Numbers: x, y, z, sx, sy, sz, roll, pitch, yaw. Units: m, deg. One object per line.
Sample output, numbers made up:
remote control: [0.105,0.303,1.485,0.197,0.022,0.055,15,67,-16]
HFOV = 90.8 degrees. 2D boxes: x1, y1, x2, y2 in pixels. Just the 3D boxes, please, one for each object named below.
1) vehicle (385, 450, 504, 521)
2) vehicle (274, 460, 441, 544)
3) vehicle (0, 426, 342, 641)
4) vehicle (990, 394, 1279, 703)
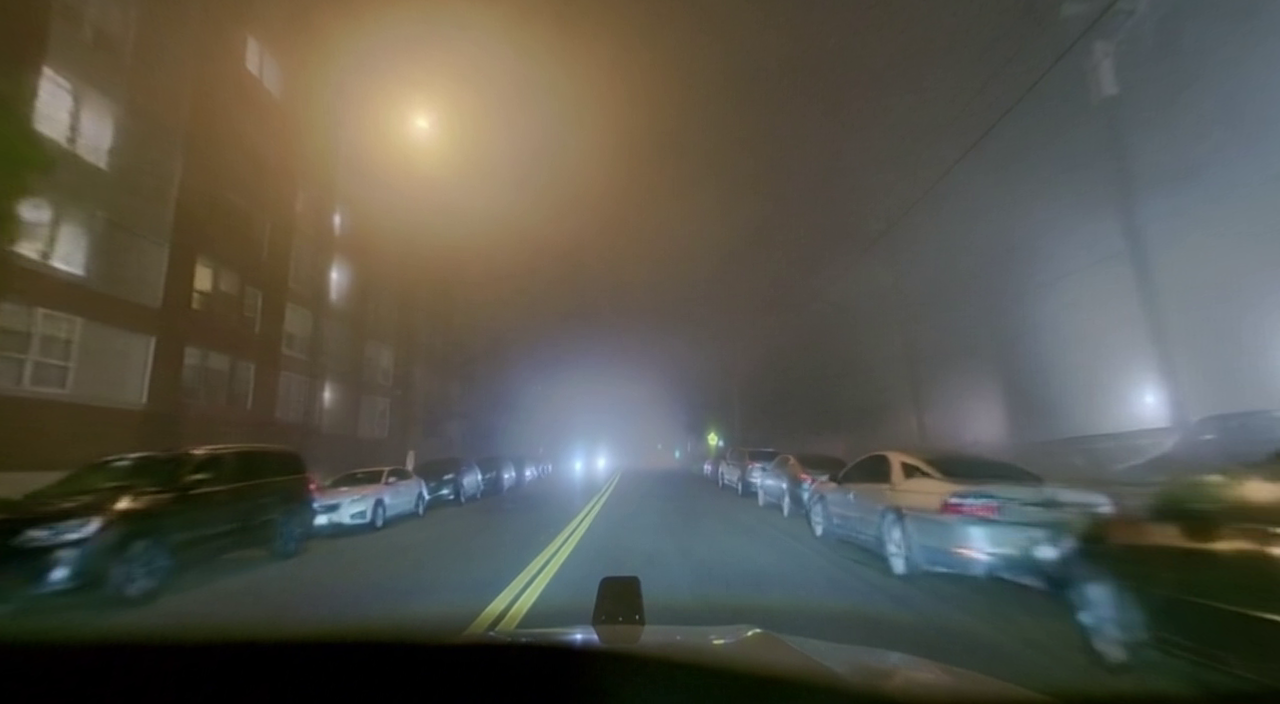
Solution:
vehicle: [-5.987,4.108,19.993,2.077,1.756,4.665,-7,-9,1]
vehicle: [-6.054,3.224,14.196,1.765,1.426,4.349,-4,-9,0]
vehicle: [-6.096,2.009,8.025,2.175,1.849,4.725,-4,-9,3]
vehicle: [3.856,1.026,2.879,1.924,1.657,4.665,-1,-9,2]
